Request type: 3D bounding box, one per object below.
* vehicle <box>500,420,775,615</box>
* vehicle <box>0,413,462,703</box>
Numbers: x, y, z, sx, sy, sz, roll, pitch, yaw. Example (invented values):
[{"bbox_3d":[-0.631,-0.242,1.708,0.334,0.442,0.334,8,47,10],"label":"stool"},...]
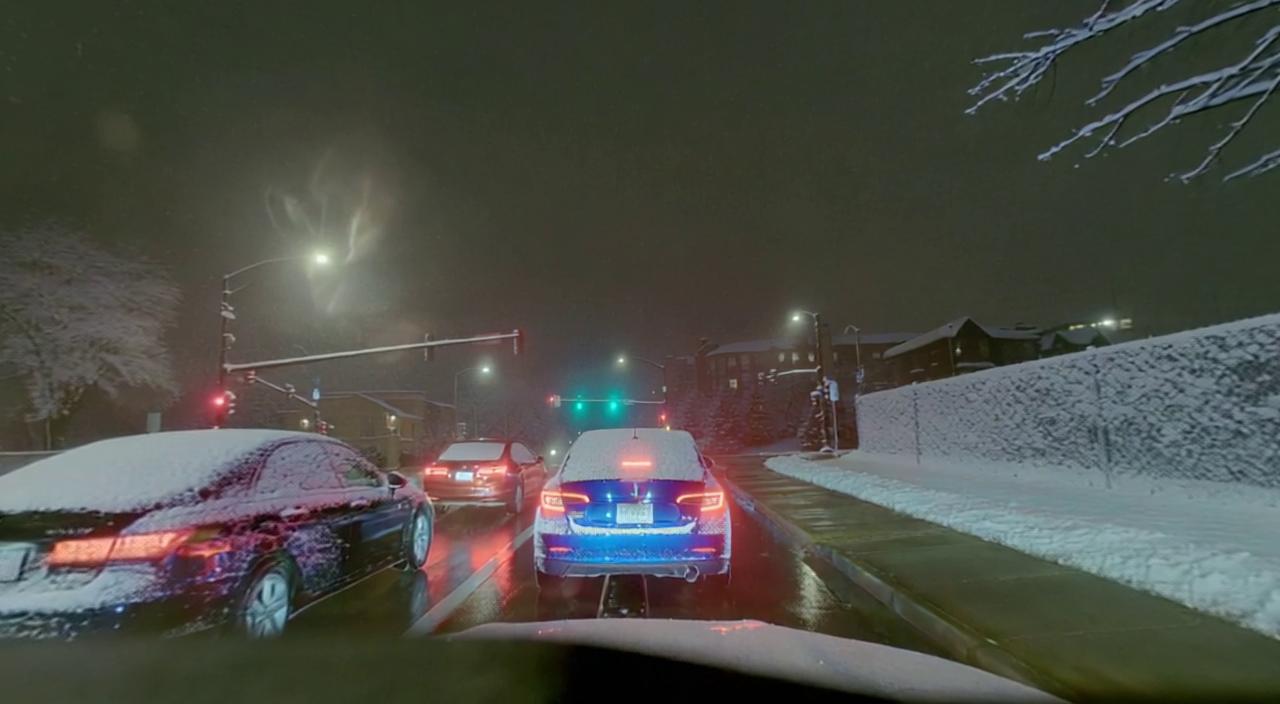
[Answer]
[{"bbox_3d":[-0.015,1.603,7.015,2.144,1.514,4.063,0,-9,0],"label":"vehicle"},{"bbox_3d":[-3.201,1.381,5.250,1.971,1.488,4.581,0,-9,1],"label":"vehicle"}]
